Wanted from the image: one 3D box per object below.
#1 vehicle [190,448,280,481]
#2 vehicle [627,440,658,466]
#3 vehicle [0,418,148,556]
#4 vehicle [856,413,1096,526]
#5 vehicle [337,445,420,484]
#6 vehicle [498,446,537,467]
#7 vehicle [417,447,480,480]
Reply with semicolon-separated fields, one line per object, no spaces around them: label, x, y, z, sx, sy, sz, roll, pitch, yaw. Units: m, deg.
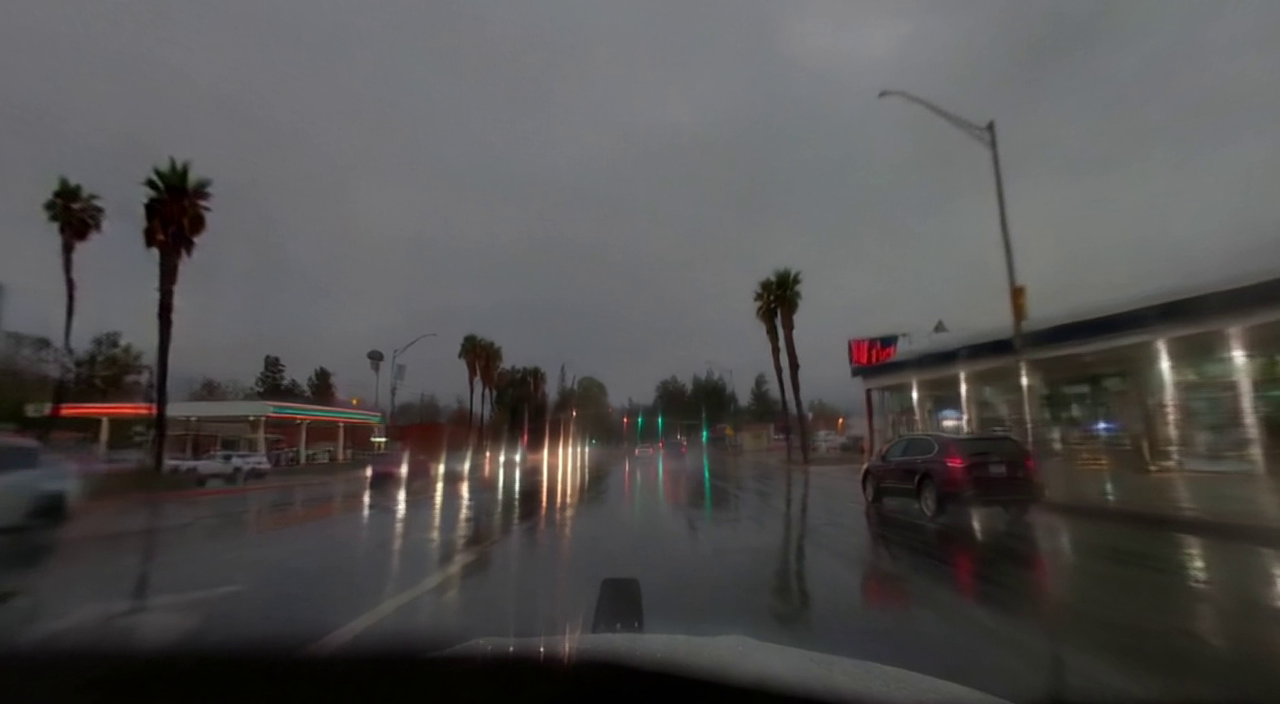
vehicle;-22.999;6.370;36.200;1.992;1.763;4.726;0;-9;0
vehicle;0.203;7.376;46.215;2.177;1.754;3.815;0;-9;0
vehicle;-9.390;1.757;8.147;2.042;1.782;4.919;-1;-9;1
vehicle;6.307;2.277;12.784;2.066;1.807;4.893;0;-9;-1
vehicle;-12.541;5.380;30.686;2.082;1.720;4.316;-1;-9;1
vehicle;-9.167;7.864;47.674;1.931;1.479;4.555;-1;-9;2
vehicle;-9.104;5.311;30.421;1.806;1.444;3.606;-1;-9;2
